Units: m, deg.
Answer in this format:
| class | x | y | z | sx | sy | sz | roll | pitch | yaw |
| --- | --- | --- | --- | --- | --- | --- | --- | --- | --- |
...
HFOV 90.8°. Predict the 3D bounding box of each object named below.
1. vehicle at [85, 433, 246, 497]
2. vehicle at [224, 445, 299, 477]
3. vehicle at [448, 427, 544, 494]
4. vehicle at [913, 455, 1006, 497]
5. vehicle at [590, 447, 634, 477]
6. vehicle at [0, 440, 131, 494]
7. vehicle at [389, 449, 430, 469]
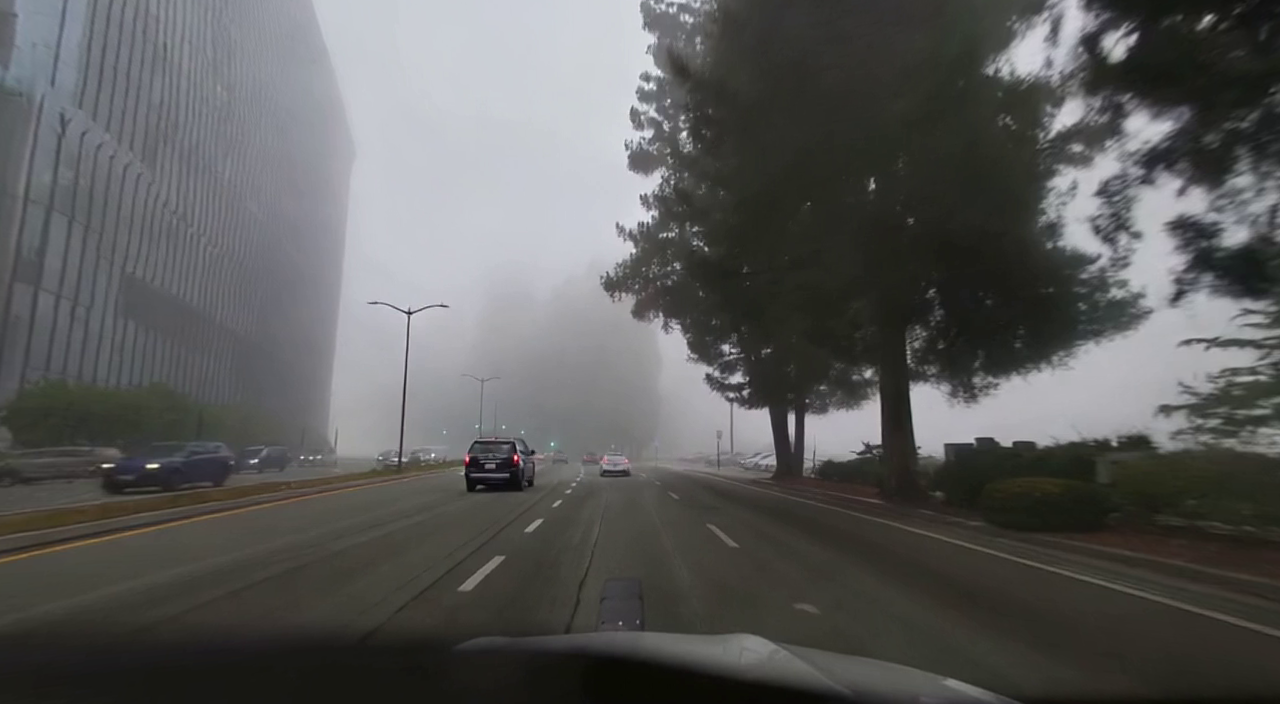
| class | x | y | z | sx | sy | sz | roll | pitch | yaw |
| --- | --- | --- | --- | --- | --- | --- | --- | --- | --- |
| vehicle | -15.047 | 3.574 | 20.447 | 1.843 | 1.814 | 4.617 | 0 | -8 | -4 |
| vehicle | -23.900 | 6.872 | 40.113 | 2.111 | 1.874 | 4.888 | 1 | -8 | -6 |
| vehicle | -4.242 | 3.265 | 19.362 | 2.001 | 1.784 | 4.483 | 0 | -8 | -2 |
| vehicle | 14.446 | 5.614 | 28.893 | 1.893 | 1.646 | 4.288 | -1 | -8 | -2 |
| vehicle | -1.440 | 5.452 | 31.552 | 2.050 | 1.385 | 4.096 | 0 | -8 | -4 |
| vehicle | -22.245 | 4.295 | 24.066 | 2.037 | 1.841 | 4.653 | 0 | -8 | -4 |
| vehicle | -17.324 | 8.084 | 47.750 | 1.818 | 1.379 | 4.350 | 1 | -8 | -5 |
